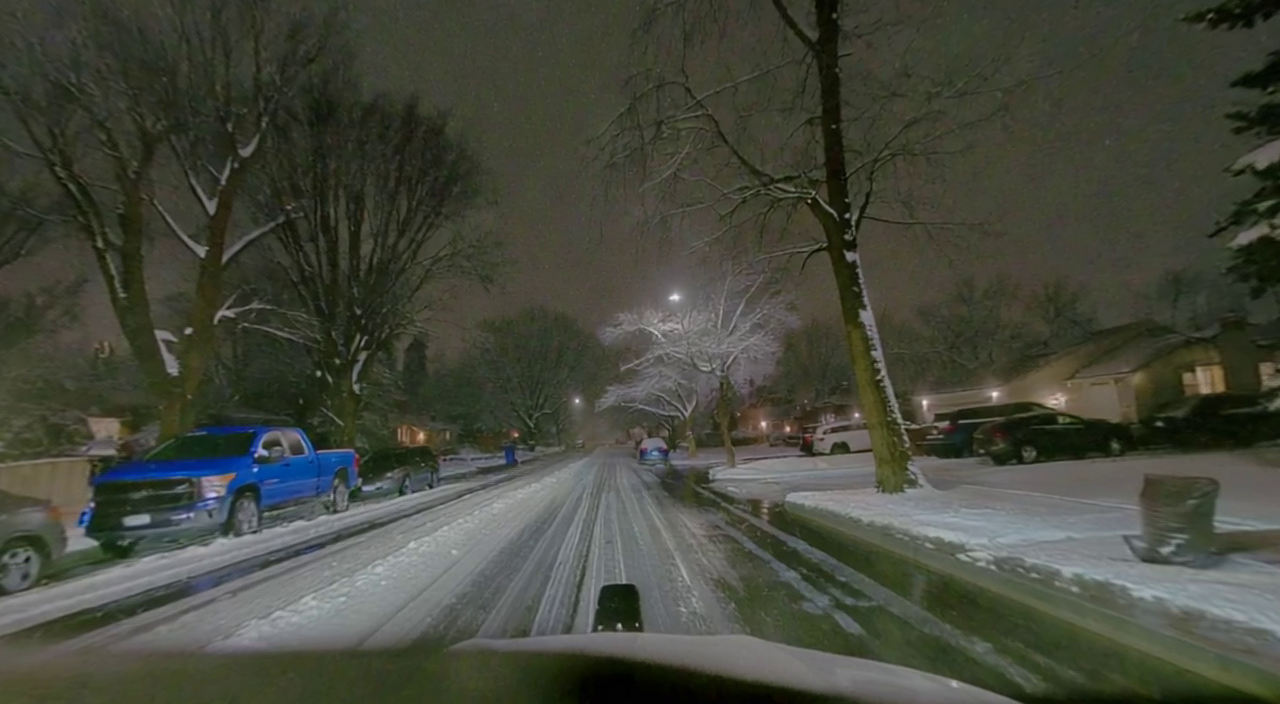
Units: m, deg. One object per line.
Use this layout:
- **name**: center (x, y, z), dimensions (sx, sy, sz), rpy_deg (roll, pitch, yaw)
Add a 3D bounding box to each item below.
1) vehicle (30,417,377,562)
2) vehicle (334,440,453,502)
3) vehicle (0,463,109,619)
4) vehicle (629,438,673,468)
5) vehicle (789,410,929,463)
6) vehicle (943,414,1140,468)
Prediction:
- **vehicle**: center (-7.062, 2.269, 11.311), dimensions (2.329, 1.947, 5.455), rpy_deg (0, -8, 0)
- **vehicle**: center (-7.256, 3.513, 19.118), dimensions (1.995, 1.608, 4.596), rpy_deg (0, -8, -3)
- **vehicle**: center (-6.955, 1.638, 4.851), dimensions (1.919, 1.422, 4.400), rpy_deg (0, -8, -1)
- **vehicle**: center (0.506, 5.436, 34.029), dimensions (2.006, 1.494, 4.211), rpy_deg (1, -8, -4)
- **vehicle**: center (9.321, 3.638, 27.066), dimensions (5.097, 1.824, 2.113), rpy_deg (-4, -8, -3)
- **vehicle**: center (11.449, 2.584, 18.207), dimensions (4.390, 1.457, 1.861), rpy_deg (0, -8, 0)
